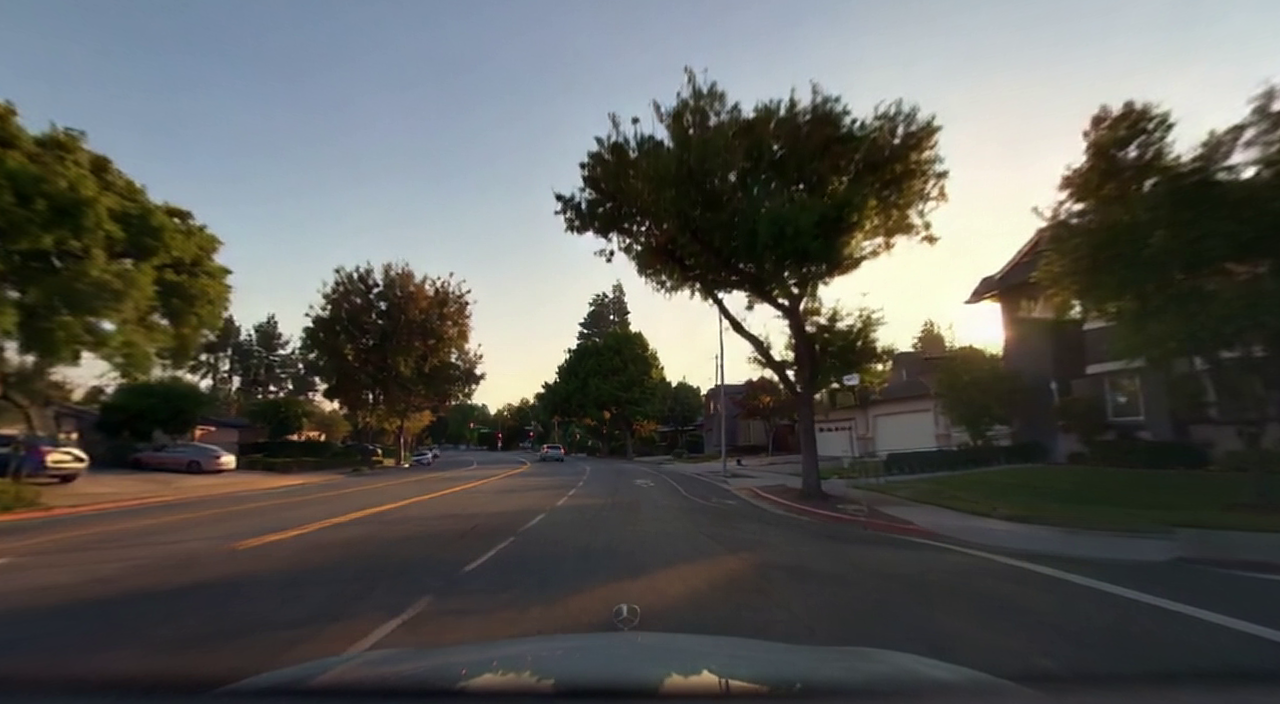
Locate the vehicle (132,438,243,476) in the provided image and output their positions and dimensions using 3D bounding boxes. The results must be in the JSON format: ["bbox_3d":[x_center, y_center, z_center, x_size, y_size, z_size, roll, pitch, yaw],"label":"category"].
[{"bbox_3d":[-21.958,5.095,30.788,3.832,1.683,1.877,2,-9,-7],"label":"vehicle"}]
